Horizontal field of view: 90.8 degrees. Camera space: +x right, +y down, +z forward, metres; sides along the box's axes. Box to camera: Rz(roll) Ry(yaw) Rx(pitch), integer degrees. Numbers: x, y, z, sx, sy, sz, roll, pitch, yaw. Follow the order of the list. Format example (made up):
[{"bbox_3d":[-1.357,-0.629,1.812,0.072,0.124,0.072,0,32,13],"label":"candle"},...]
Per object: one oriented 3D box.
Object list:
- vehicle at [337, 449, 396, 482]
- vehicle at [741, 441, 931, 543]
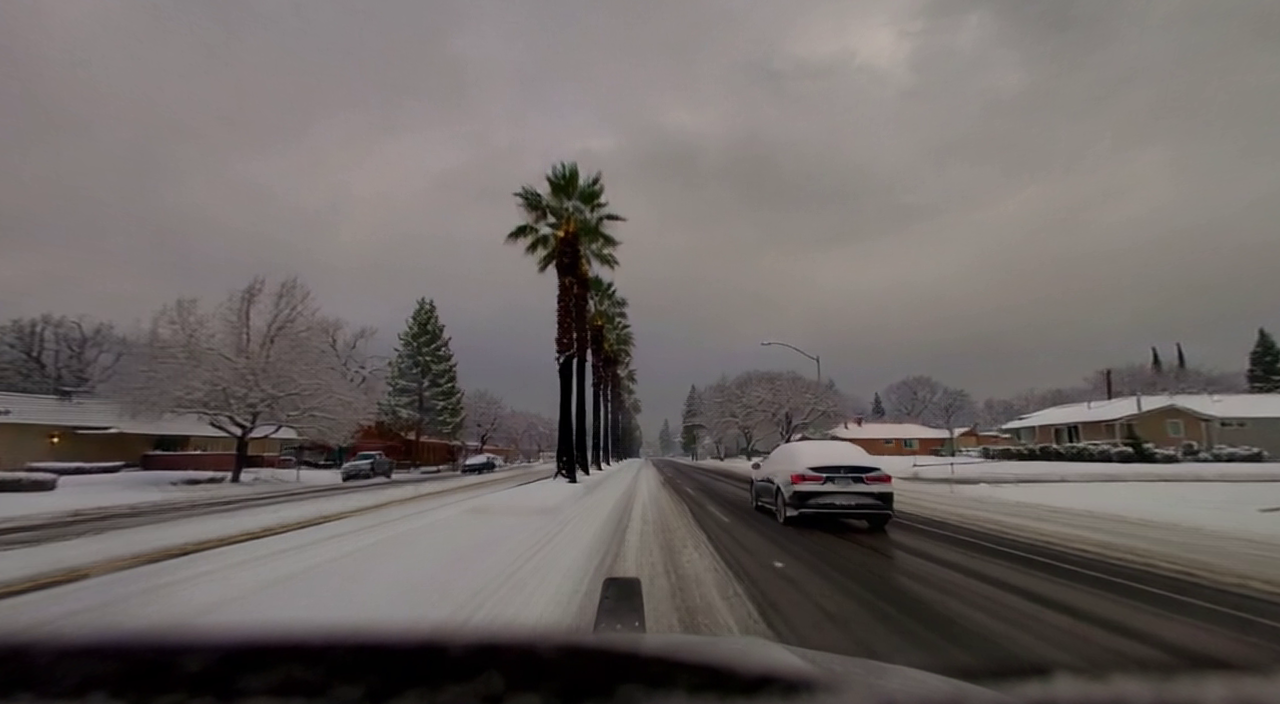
[{"bbox_3d":[-18.990,7.916,44.067,1.987,1.998,4.642,-3,-10,1],"label":"vehicle"},{"bbox_3d":[3.288,2.443,11.772,1.989,1.492,4.689,0,-9,-1],"label":"vehicle"}]
